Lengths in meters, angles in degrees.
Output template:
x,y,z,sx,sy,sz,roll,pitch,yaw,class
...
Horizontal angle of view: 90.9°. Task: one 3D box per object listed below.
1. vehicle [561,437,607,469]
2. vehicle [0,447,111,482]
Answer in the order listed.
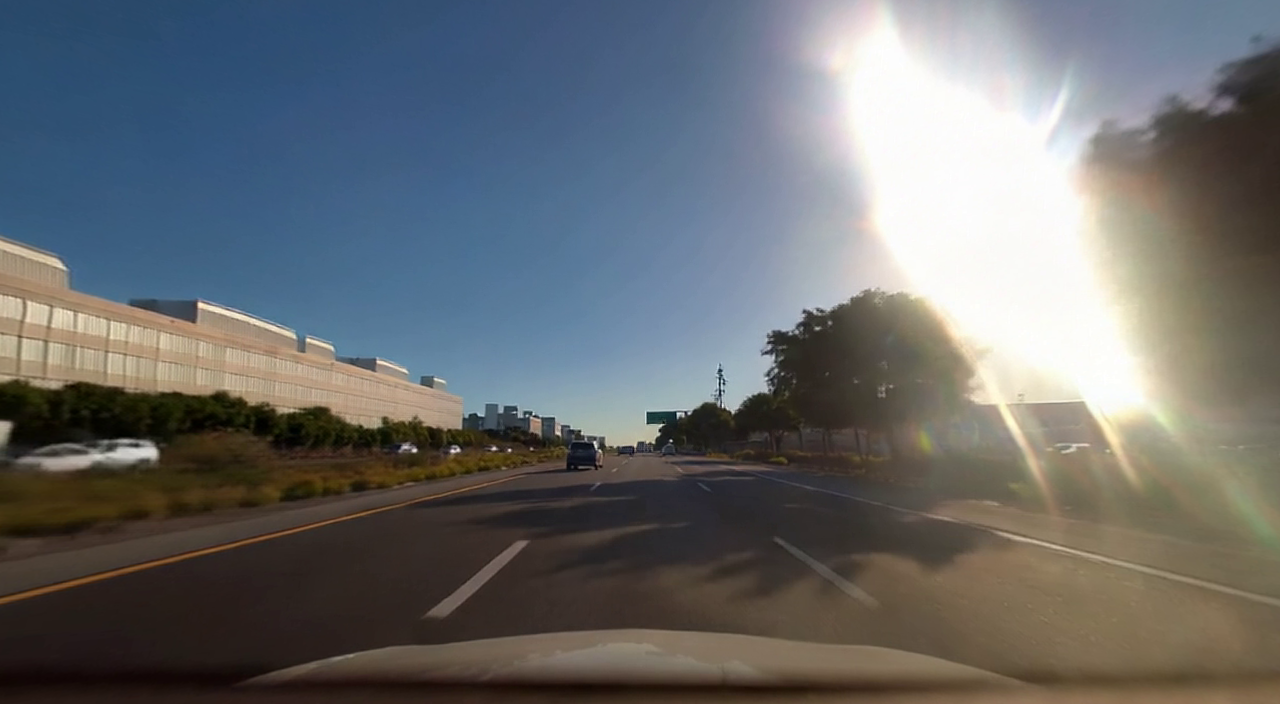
x,y,z,sx,sy,sz,roll,pitch,yaw,class
-3.396,6.251,39.134,2.218,1.850,4.774,0,-9,2,vehicle
-27.935,5.242,29.768,1.898,1.487,4.519,0,-9,0,vehicle
